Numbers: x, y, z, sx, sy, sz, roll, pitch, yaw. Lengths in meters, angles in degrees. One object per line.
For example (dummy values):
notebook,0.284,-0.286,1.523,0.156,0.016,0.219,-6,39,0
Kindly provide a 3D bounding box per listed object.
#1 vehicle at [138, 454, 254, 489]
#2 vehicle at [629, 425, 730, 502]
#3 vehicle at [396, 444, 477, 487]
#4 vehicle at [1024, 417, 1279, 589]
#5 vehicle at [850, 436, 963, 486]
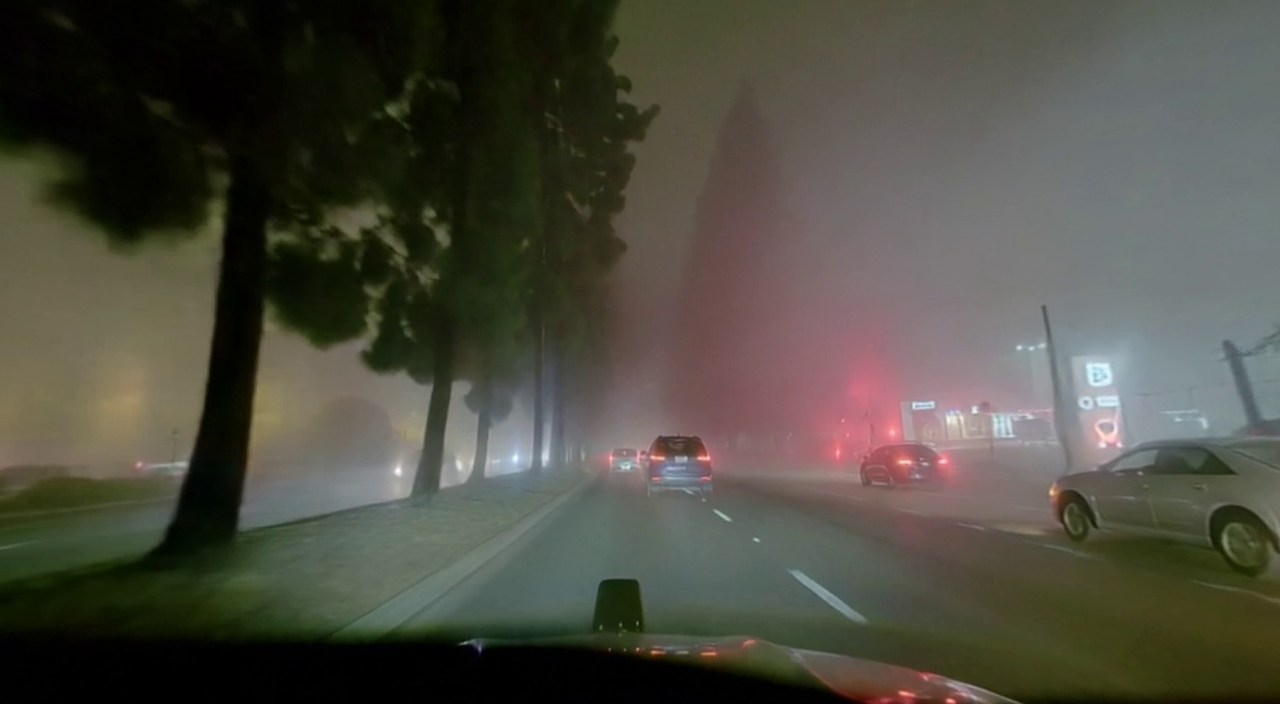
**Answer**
vehicle,-26.876,7.180,38.303,5.966,1.957,2.305,-2,-9,14
vehicle,0.945,3.141,18.283,2.300,1.870,4.936,0,-8,-3
vehicle,-8.944,4.999,28.220,2.196,1.717,4.453,0,-8,-1
vehicle,6.575,1.514,6.882,1.994,1.488,4.313,0,-8,-1
vehicle,9.074,3.741,22.008,1.894,1.517,4.419,0,-8,-2
